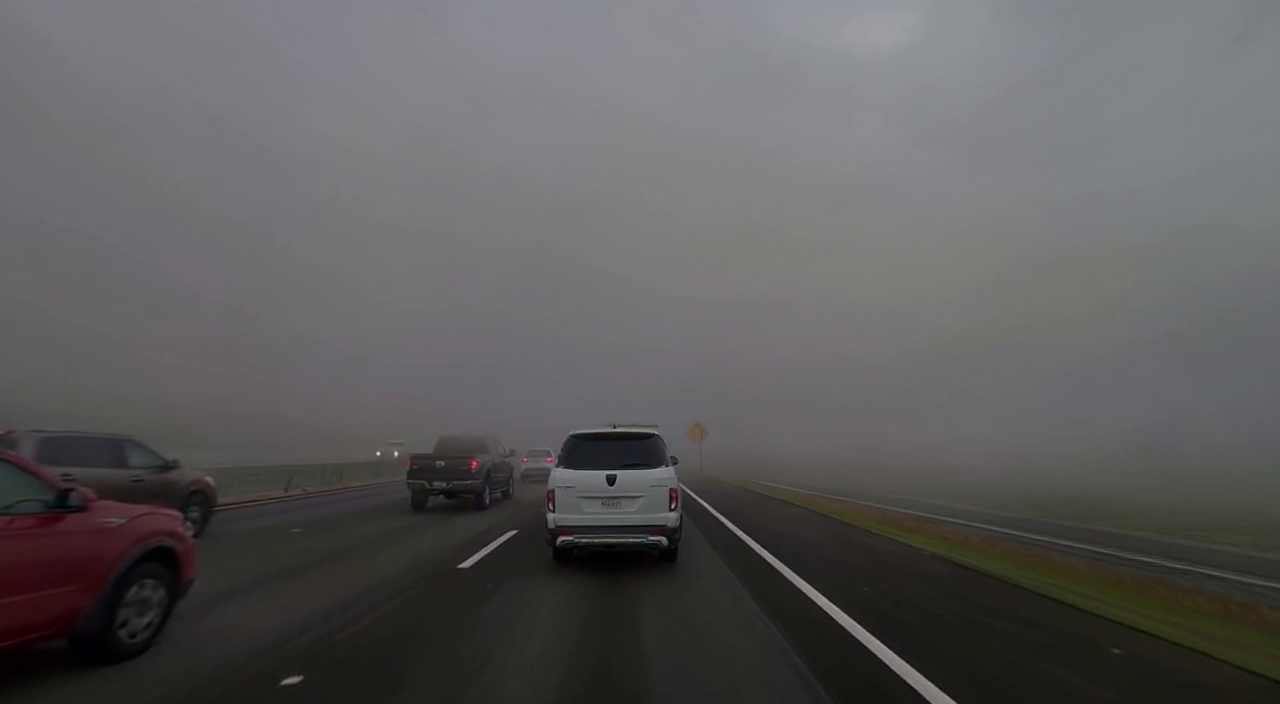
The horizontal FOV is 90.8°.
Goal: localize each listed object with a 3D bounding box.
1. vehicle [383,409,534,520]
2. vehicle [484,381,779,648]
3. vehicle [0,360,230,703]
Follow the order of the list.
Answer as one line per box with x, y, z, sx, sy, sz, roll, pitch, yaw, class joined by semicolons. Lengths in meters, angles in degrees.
-3.950;2.574;14.790;2.055;2.144;4.782;-1;-9;1;vehicle
-0.095;1.359;6.073;1.995;1.798;3.380;0;-9;-1;vehicle
-3.872;0.779;1.869;2.205;1.719;4.595;0;-9;0;vehicle
